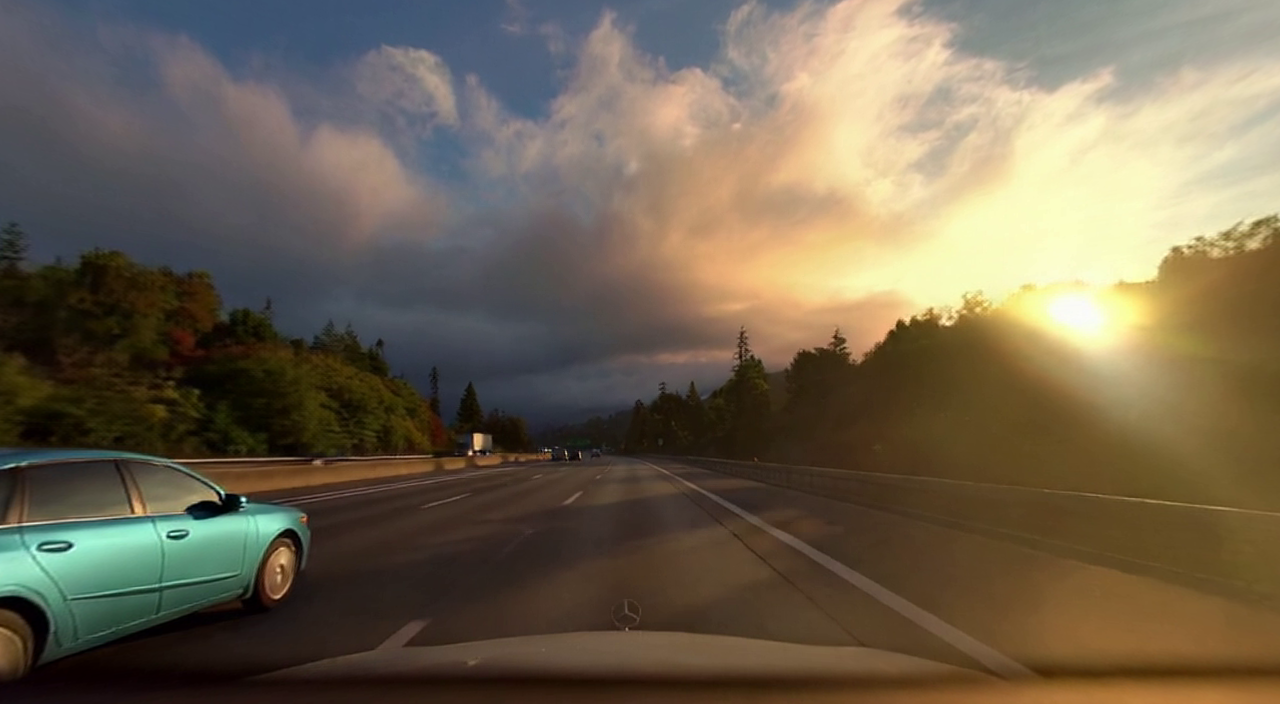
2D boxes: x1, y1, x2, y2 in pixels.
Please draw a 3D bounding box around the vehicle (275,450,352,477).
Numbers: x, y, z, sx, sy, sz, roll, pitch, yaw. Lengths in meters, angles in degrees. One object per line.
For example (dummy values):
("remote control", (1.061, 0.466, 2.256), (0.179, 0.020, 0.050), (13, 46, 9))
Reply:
("vehicle", (-22.377, 7.626, 43.572), (2.447, 1.711, 5.585), (0, -9, -1))
